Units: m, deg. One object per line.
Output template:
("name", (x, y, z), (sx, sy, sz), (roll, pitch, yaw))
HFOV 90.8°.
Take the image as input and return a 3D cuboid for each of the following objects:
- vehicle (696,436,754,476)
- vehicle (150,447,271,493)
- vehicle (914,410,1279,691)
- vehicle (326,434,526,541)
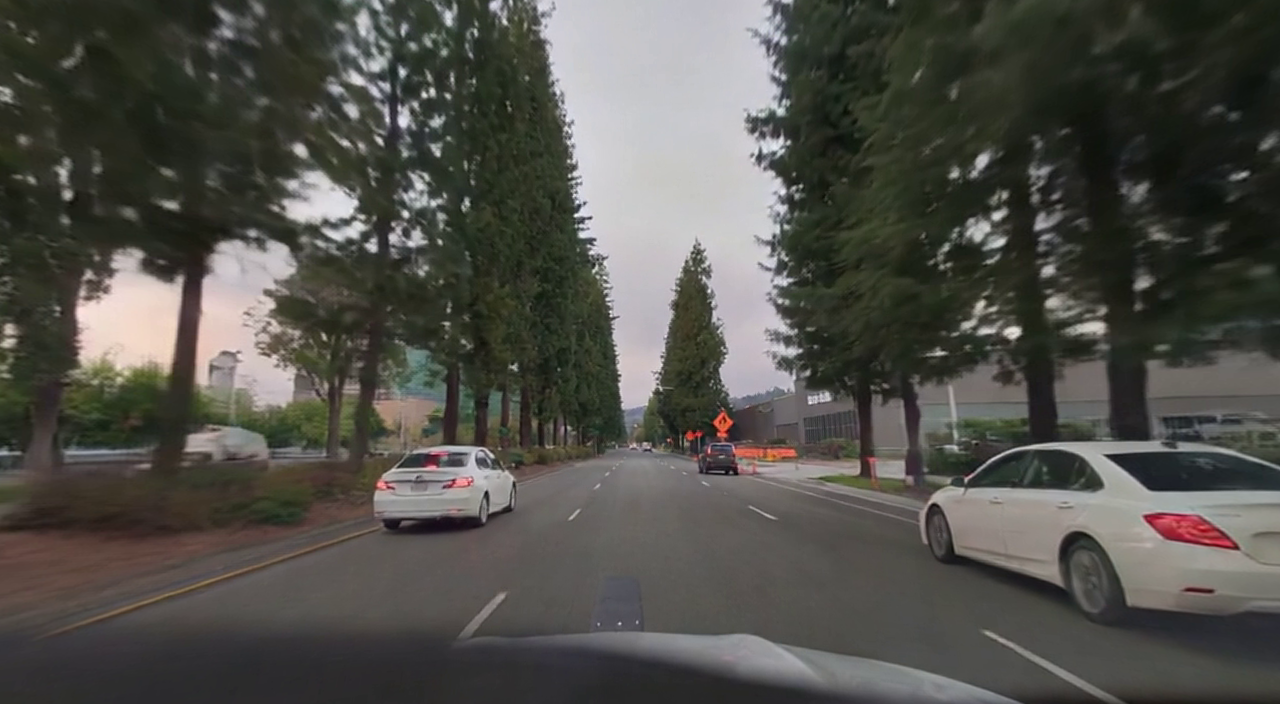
("vehicle", (4.141, 5.180, 31.638), (2.159, 1.793, 4.735), (0, -9, -1))
("vehicle", (-17.822, 4.883, 26.539), (1.905, 1.713, 4.517), (0, -9, 0))
("vehicle", (4.108, 1.348, 5.343), (1.827, 1.491, 3.743), (0, -9, -1))
("vehicle", (-3.358, 2.202, 10.909), (2.020, 1.474, 4.098), (0, -9, 0))
